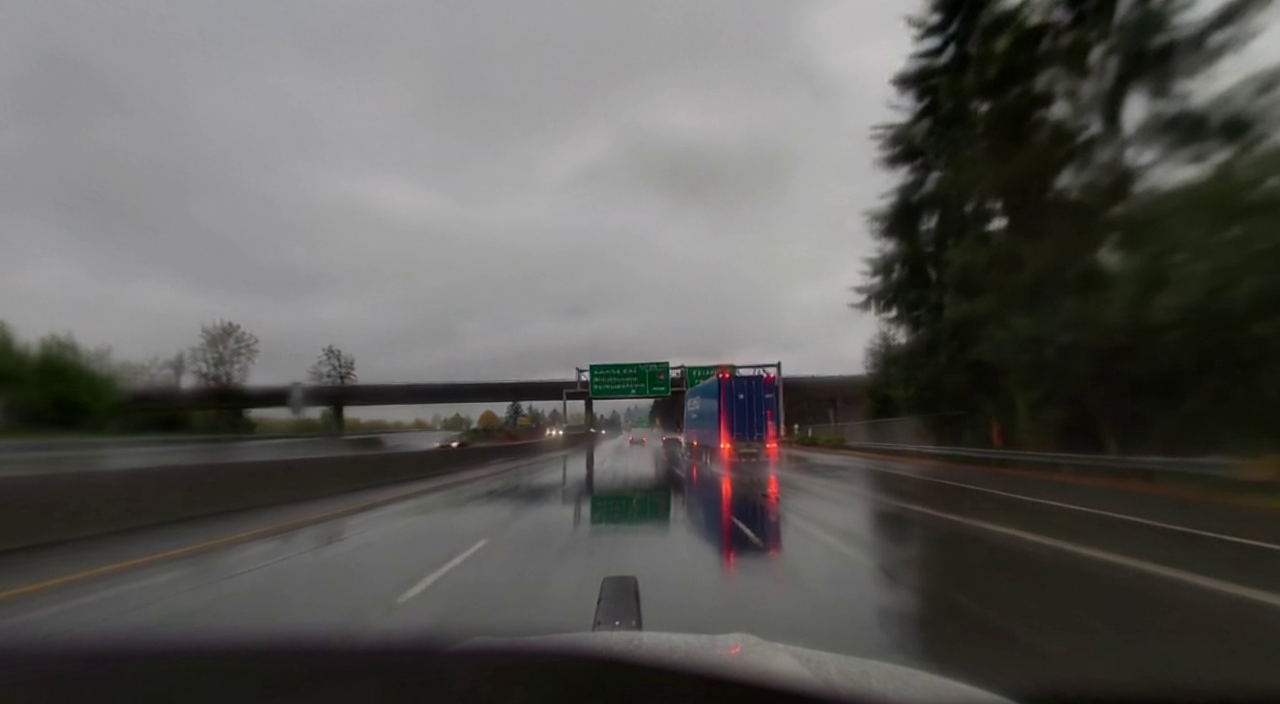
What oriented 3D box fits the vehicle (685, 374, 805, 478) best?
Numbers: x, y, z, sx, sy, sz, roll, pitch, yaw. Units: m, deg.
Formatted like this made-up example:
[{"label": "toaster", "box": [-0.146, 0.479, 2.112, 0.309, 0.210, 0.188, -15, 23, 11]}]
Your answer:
[{"label": "vehicle", "box": [3.839, 3.169, 26.157, 2.849, 3.391, 11.018, 0, -8, -1]}]
